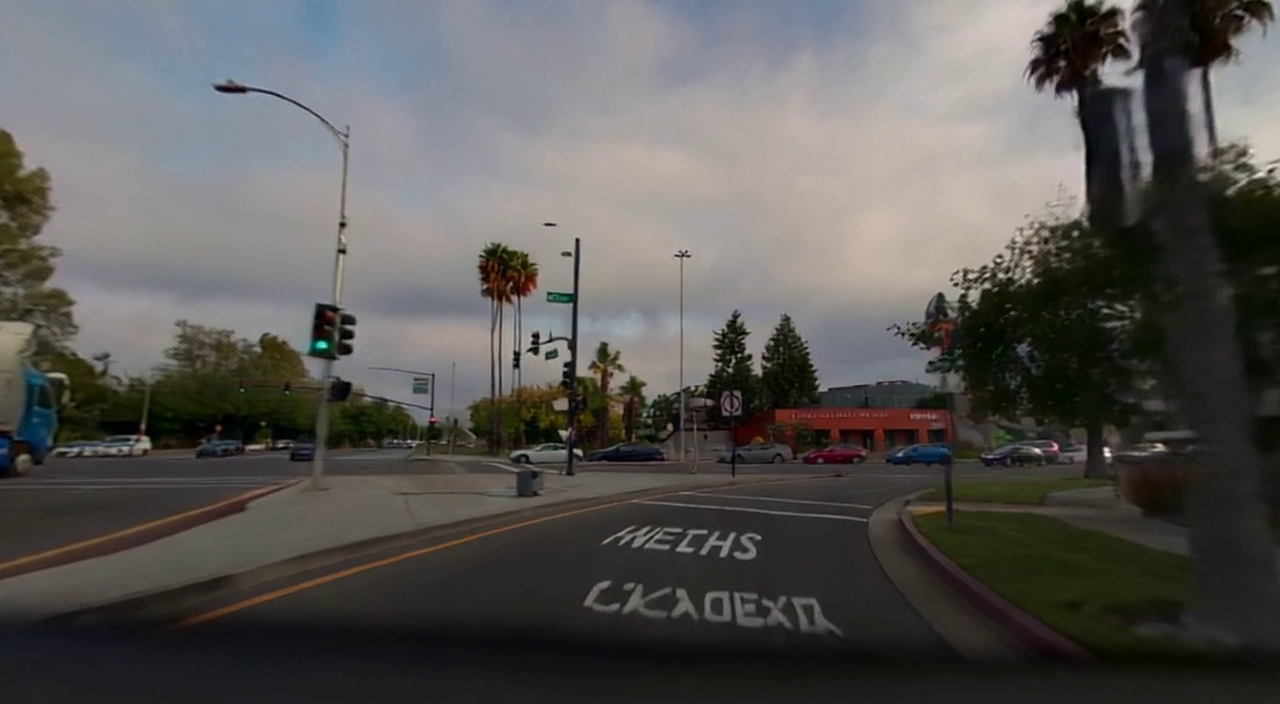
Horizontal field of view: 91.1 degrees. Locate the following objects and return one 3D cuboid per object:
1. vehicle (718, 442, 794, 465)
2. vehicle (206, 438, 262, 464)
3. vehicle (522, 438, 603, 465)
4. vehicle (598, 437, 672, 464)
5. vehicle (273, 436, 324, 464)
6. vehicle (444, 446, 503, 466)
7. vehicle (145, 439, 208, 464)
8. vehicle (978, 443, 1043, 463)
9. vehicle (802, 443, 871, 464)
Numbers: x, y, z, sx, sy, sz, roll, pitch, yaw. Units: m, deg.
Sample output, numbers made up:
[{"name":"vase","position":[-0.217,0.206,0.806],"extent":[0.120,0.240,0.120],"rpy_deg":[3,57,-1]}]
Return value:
[{"name":"vehicle","position":[8.420,7.415,45.772],"extent":[5.112,1.593,1.865],"rpy_deg":[2,-11,-17]},{"name":"vehicle","position":[-26.519,6.490,41.122],"extent":[1.977,1.584,3.983],"rpy_deg":[3,-9,-17]},{"name":"vehicle","position":[-4.779,6.158,38.614],"extent":[4.648,1.501,1.862],"rpy_deg":[4,-10,-17]},{"name":"vehicle","position":[-0.350,6.747,43.061],"extent":[4.713,1.664,1.909],"rpy_deg":[2,-10,-18]},{"name":"vehicle","position":[-23.105,6.658,42.648],"extent":[2.114,1.784,4.450],"rpy_deg":[3,-9,-17]},{"name":"vehicle","position":[-13.246,8.252,49.770],"extent":[4.389,1.502,1.794],"rpy_deg":[3,-9,-17]},{"name":"vehicle","position":[-29.502,6.345,40.075],"extent":[1.900,1.462,4.225],"rpy_deg":[3,-9,-18]},{"name":"vehicle","position":[29.205,7.958,49.486],"extent":[4.356,1.543,1.844],"rpy_deg":[3,-9,-17]},{"name":"vehicle","position":[15.031,7.760,48.020],"extent":[4.774,1.493,1.854],"rpy_deg":[3,-9,-18]}]
